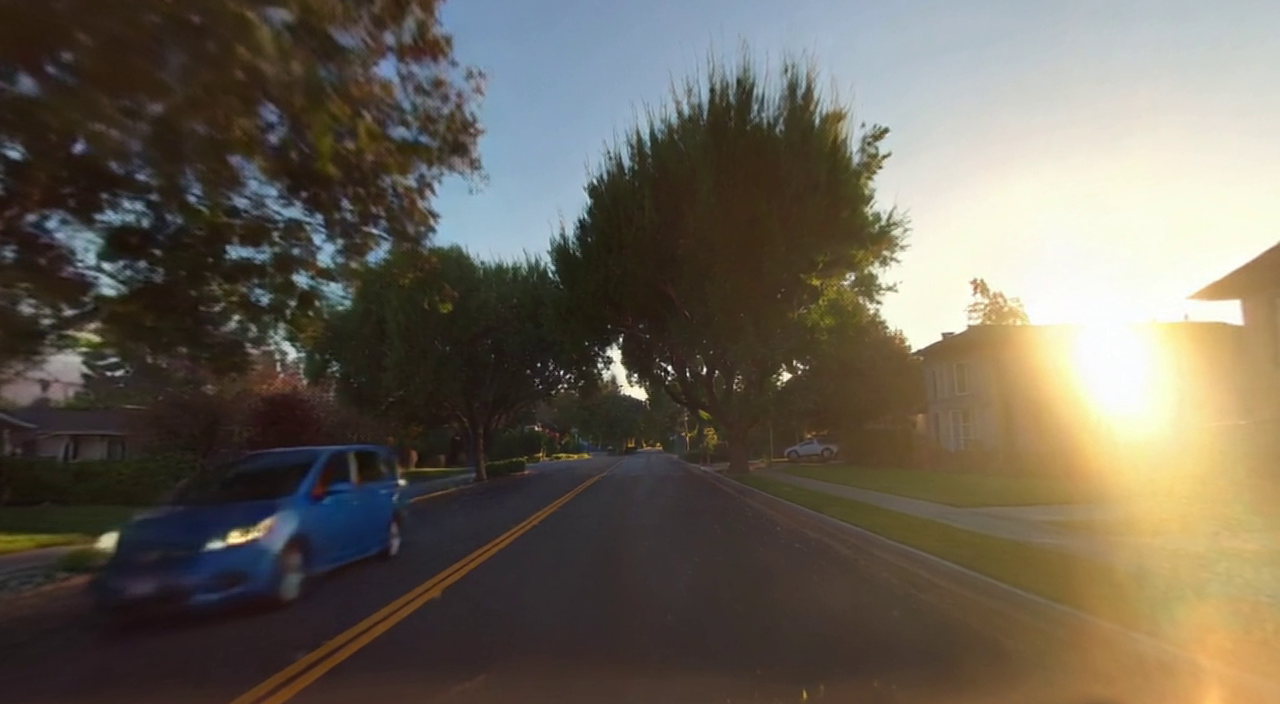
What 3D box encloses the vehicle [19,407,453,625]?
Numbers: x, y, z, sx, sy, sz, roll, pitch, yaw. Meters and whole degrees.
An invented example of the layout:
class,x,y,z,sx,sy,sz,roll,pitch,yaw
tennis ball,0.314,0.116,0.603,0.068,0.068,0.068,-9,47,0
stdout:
class,x,y,z,sx,sy,sz,roll,pitch,yaw
vehicle,-4.080,1.731,7.677,2.161,1.798,4.627,0,-9,0
